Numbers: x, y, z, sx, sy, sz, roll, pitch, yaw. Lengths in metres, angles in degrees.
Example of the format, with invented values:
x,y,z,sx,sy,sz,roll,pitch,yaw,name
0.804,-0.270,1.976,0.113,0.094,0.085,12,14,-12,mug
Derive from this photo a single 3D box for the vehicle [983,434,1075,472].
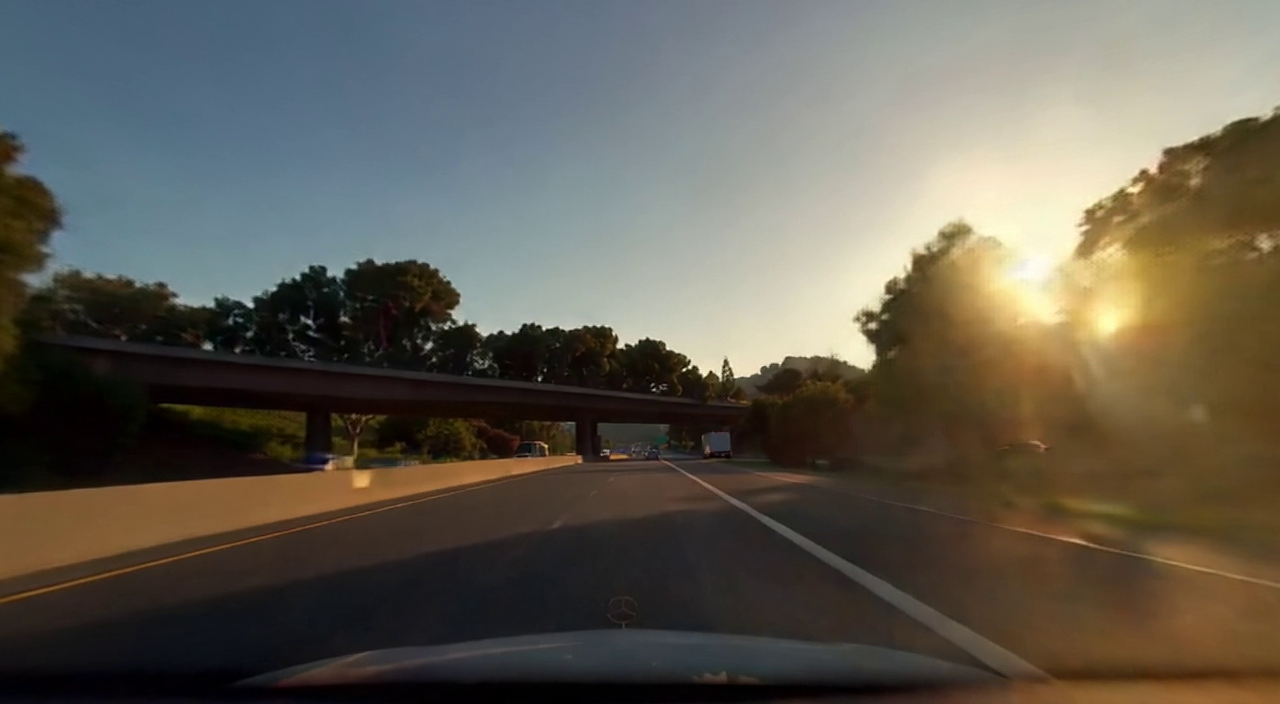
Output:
x,y,z,sx,sy,sz,roll,pitch,yaw,name
20.083,5.225,32.743,2.038,1.823,3.744,1,-9,-8,vehicle
